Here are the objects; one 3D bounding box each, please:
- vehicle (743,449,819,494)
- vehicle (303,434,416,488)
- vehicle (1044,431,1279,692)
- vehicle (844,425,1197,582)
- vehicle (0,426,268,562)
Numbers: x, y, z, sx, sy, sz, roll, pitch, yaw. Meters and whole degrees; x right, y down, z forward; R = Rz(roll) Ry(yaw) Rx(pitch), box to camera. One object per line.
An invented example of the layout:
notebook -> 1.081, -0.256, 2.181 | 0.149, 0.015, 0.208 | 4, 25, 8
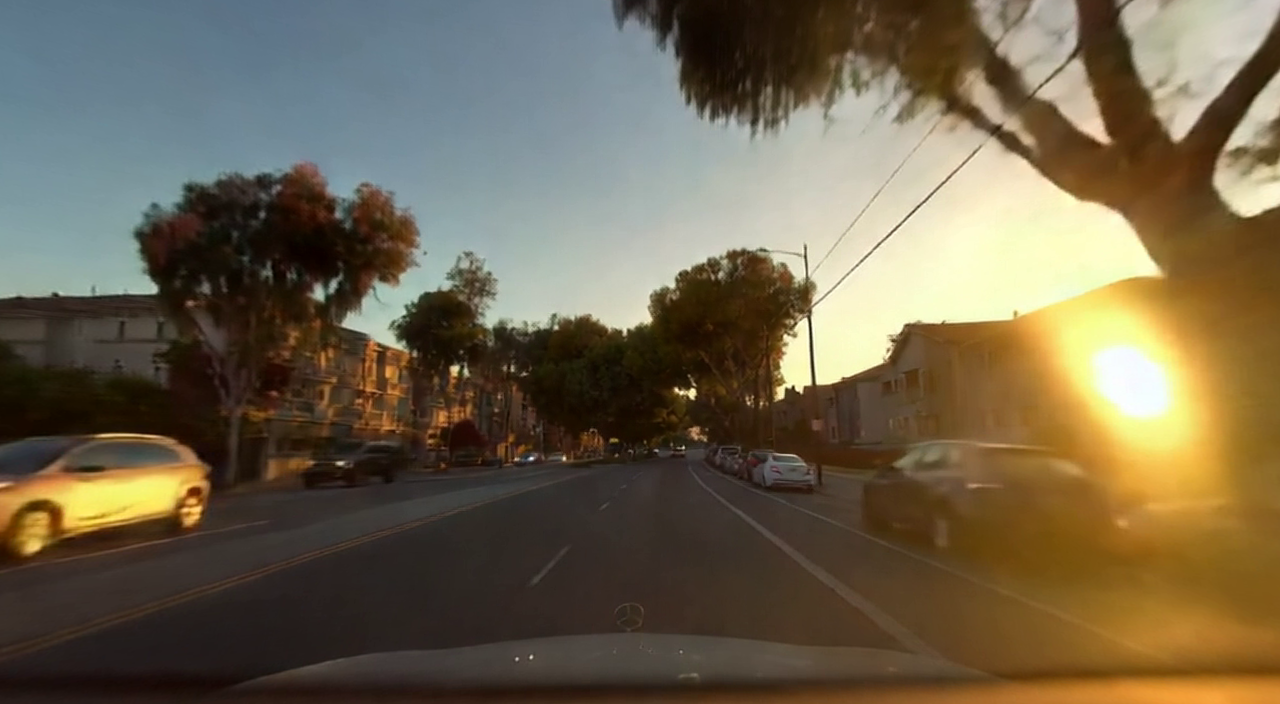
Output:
vehicle -> 4.960, 4.247, 22.857 | 1.833, 1.399, 4.727 | -1, -8, 2
vehicle -> -12.495, 4.882, 28.635 | 2.469, 2.157, 5.373 | -1, -8, 3
vehicle -> 4.524, 1.119, 3.152 | 1.853, 1.457, 4.967 | -1, -8, 2
vehicle -> 4.792, 1.947, 9.049 | 2.128, 1.635, 4.602 | 0, -8, -1
vehicle -> -8.646, 2.154, 10.435 | 2.331, 1.696, 4.861 | 0, -8, -5
